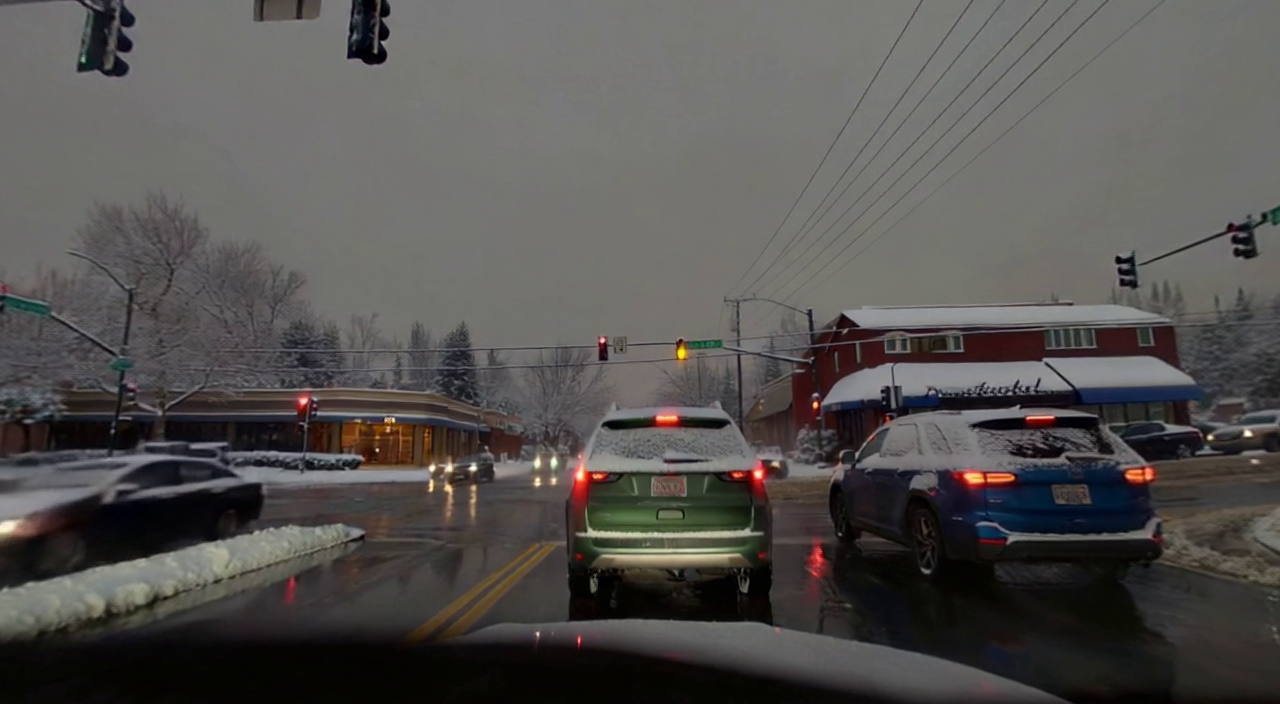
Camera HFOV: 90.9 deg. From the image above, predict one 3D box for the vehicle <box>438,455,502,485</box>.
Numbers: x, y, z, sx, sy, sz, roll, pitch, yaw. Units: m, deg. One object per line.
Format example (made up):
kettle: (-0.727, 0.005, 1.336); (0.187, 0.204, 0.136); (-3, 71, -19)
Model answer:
vehicle: (-9.392, 6.559, 35.352); (1.911, 1.461, 4.691); (-1, -8, 5)

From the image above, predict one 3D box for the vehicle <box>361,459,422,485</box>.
vehicle: (-16.243, 7.845, 41.443); (1.872, 1.433, 4.404); (-1, -8, 6)

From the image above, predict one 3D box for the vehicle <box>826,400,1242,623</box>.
vehicle: (3.607, 1.516, 6.953); (1.976, 1.664, 4.189); (-1, -8, 2)

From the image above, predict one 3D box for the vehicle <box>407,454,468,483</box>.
vehicle: (-12.845, 7.399, 40.383); (1.943, 1.680, 4.709); (-1, -8, 6)

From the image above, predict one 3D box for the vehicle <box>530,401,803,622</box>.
vehicle: (0.256, 1.509, 6.828); (2.098, 1.682, 3.778); (0, -8, 2)

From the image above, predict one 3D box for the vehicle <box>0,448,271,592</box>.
vehicle: (-7.524, 2.098, 8.833); (1.924, 1.453, 4.343); (-1, -8, 3)
